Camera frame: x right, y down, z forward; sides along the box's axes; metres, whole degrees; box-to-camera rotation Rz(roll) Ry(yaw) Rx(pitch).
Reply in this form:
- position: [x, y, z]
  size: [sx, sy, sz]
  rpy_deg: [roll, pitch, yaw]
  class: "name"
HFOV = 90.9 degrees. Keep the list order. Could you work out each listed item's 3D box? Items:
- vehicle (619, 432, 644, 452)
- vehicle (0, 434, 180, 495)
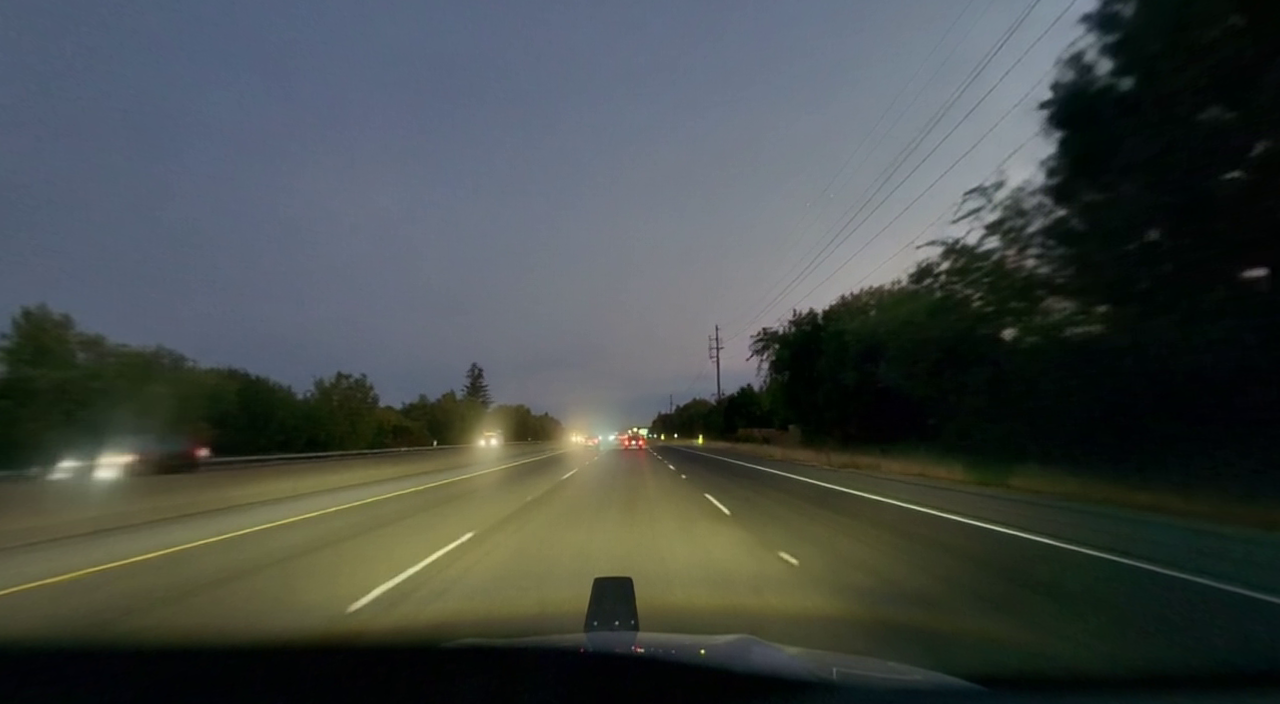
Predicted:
- position: [-0.662, 7.109, 49.753]
  size: [1.890, 1.472, 3.716]
  rpy_deg: [0, -8, -1]
  class: "vehicle"
- position: [-17.364, 3.459, 20.050]
  size: [1.963, 1.688, 4.677]
  rpy_deg: [0, -8, -1]
  class: "vehicle"
